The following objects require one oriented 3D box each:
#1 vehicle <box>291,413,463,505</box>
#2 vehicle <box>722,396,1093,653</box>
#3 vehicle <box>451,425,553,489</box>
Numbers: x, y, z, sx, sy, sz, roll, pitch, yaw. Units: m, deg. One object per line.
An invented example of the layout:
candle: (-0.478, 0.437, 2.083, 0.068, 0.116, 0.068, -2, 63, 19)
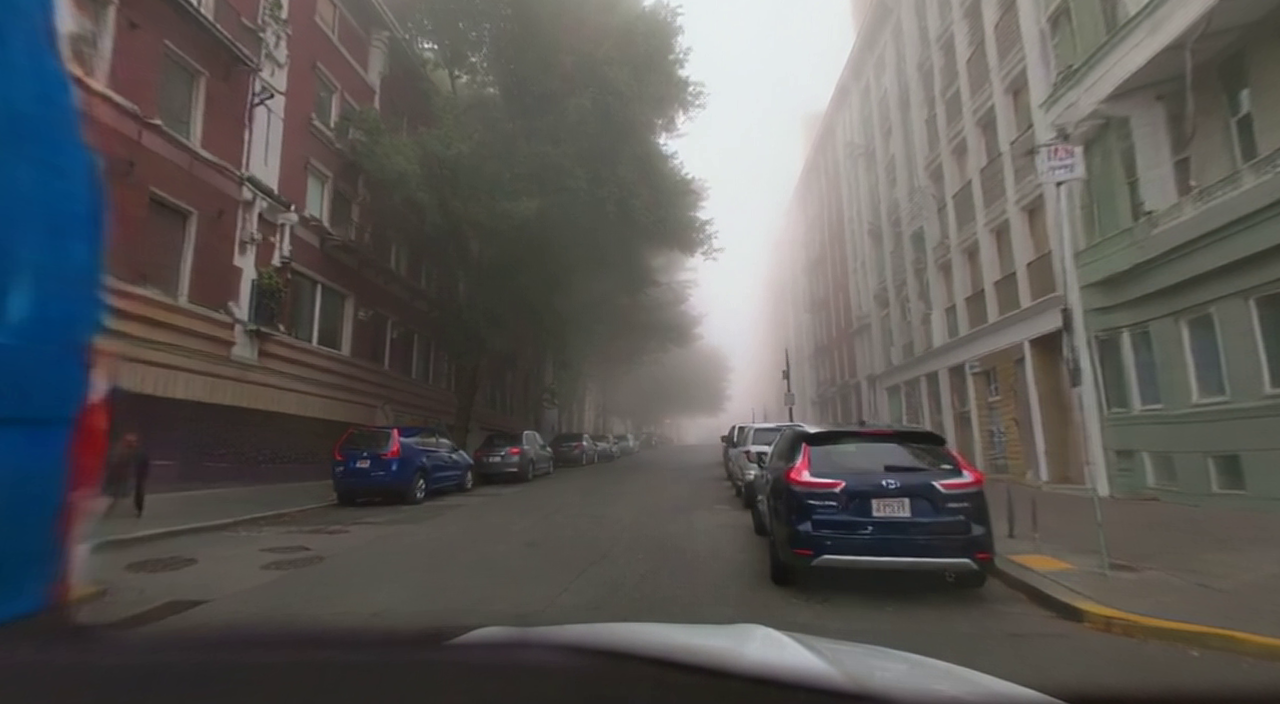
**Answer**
vehicle: (-4.973, 2.072, 12.400, 1.875, 1.564, 2.982, -1, -9, 5)
vehicle: (1.864, 1.325, 6.107, 1.925, 1.481, 4.653, -1, -8, 5)
vehicle: (-3.977, 3.049, 18.909, 1.867, 1.519, 3.920, 1, -4, 5)
